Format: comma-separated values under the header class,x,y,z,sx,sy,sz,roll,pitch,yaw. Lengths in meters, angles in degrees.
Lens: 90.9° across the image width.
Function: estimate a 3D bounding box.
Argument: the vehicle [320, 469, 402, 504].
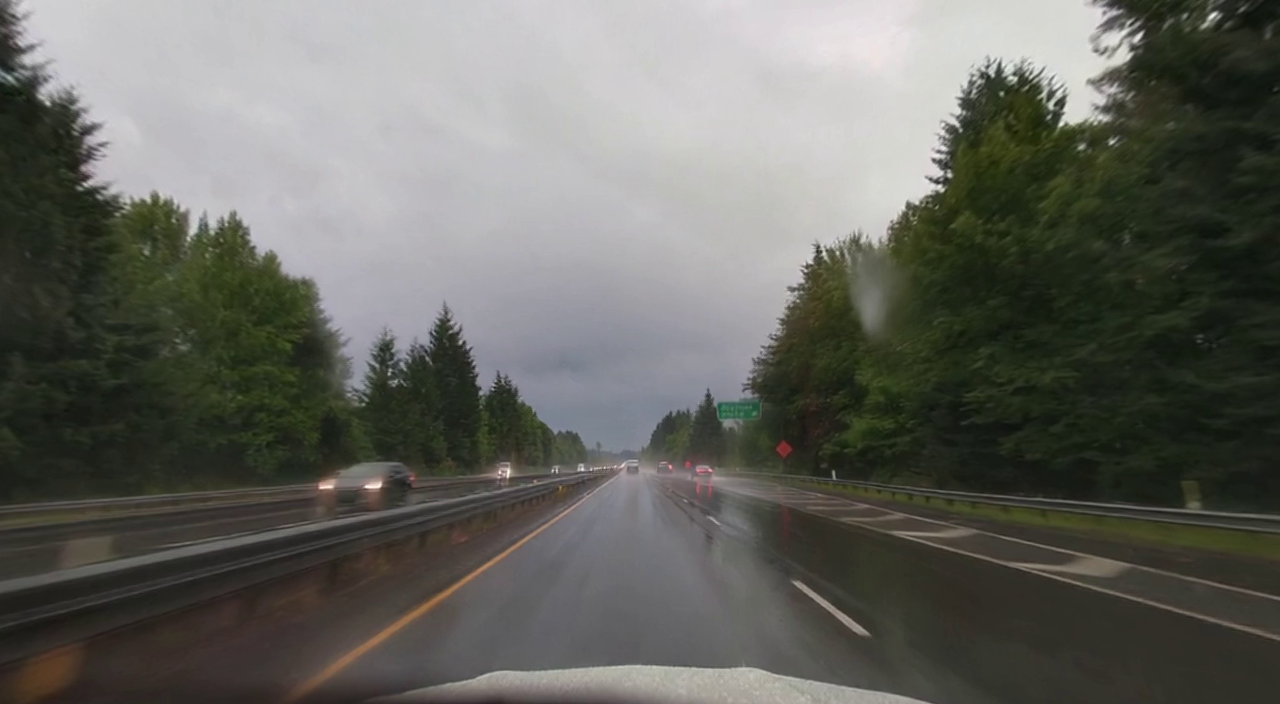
class,x,y,z,sx,sy,sz,roll,pitch,yaw
vehicle,-13.122,6.325,29.941,1.851,1.496,4.537,1,-10,-1
